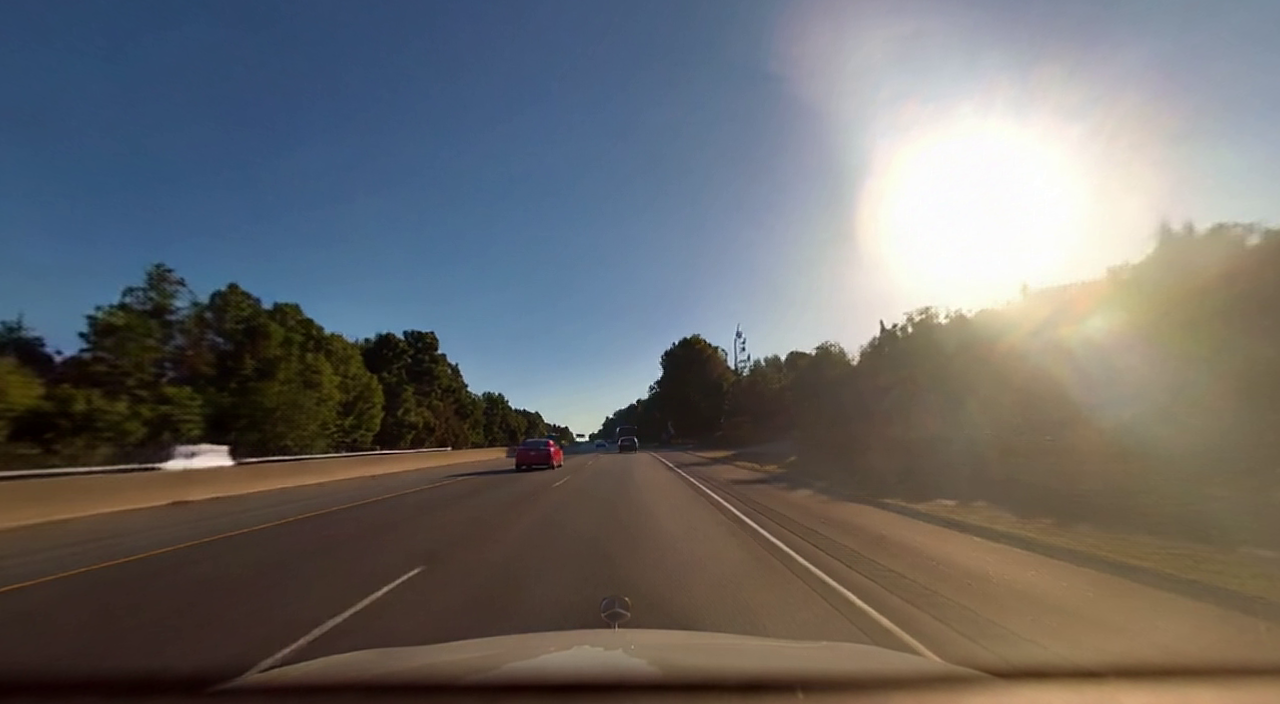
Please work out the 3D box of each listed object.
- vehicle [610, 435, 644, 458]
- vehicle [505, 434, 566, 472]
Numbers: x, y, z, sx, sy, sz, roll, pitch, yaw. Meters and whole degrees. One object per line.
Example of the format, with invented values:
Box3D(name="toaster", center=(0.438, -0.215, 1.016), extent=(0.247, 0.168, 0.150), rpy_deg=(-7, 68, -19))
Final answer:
Box3D(name="vehicle", center=(-0.840, 6.239, 41.710), extent=(2.162, 1.460, 4.242), rpy_deg=(0, -8, 0))
Box3D(name="vehicle", center=(-4.309, 4.202, 26.528), extent=(1.907, 1.445, 4.049), rpy_deg=(0, -8, -1))
